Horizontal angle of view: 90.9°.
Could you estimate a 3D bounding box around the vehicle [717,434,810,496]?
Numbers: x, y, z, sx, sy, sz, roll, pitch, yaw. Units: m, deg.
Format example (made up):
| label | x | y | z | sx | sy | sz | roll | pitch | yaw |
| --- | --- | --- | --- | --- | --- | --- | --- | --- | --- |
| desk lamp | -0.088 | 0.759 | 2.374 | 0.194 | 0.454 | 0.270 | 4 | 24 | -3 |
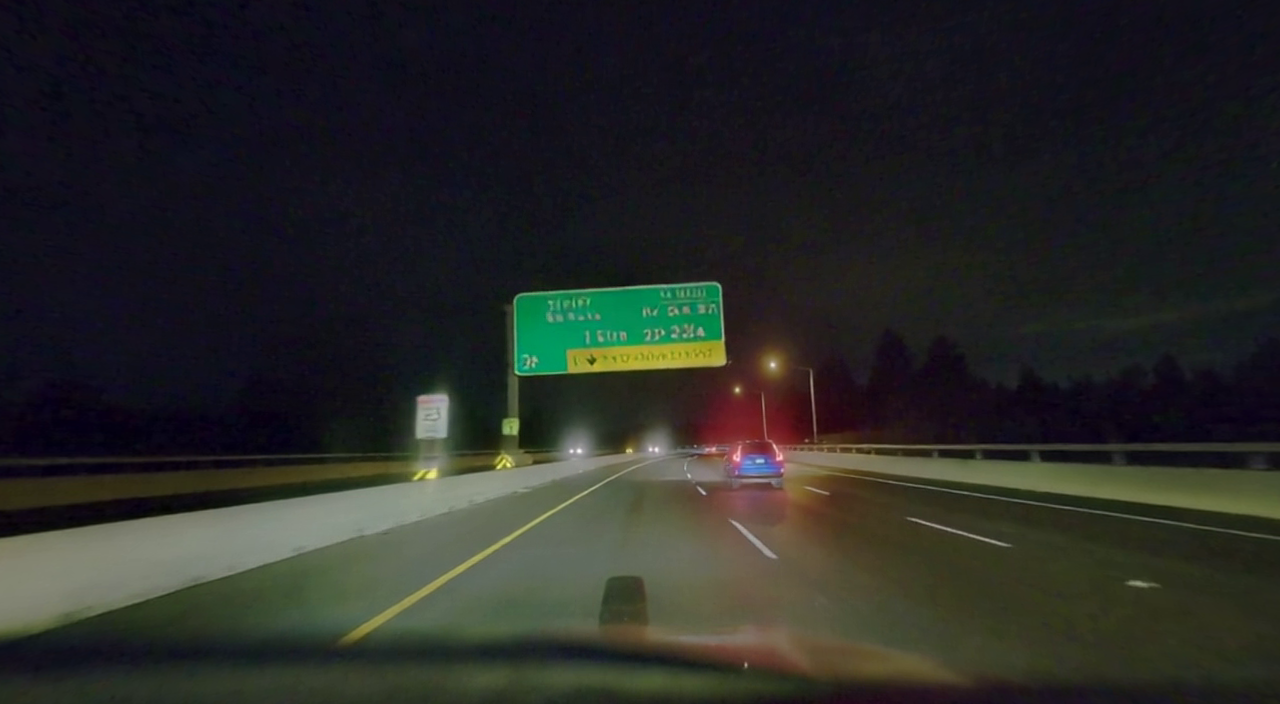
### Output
| label | x | y | z | sx | sy | sz | roll | pitch | yaw |
| --- | --- | --- | --- | --- | --- | --- | --- | --- | --- |
| vehicle | 3.721 | 3.492 | 19.886 | 2.143 | 1.730 | 4.303 | 0 | -8 | 1 |
